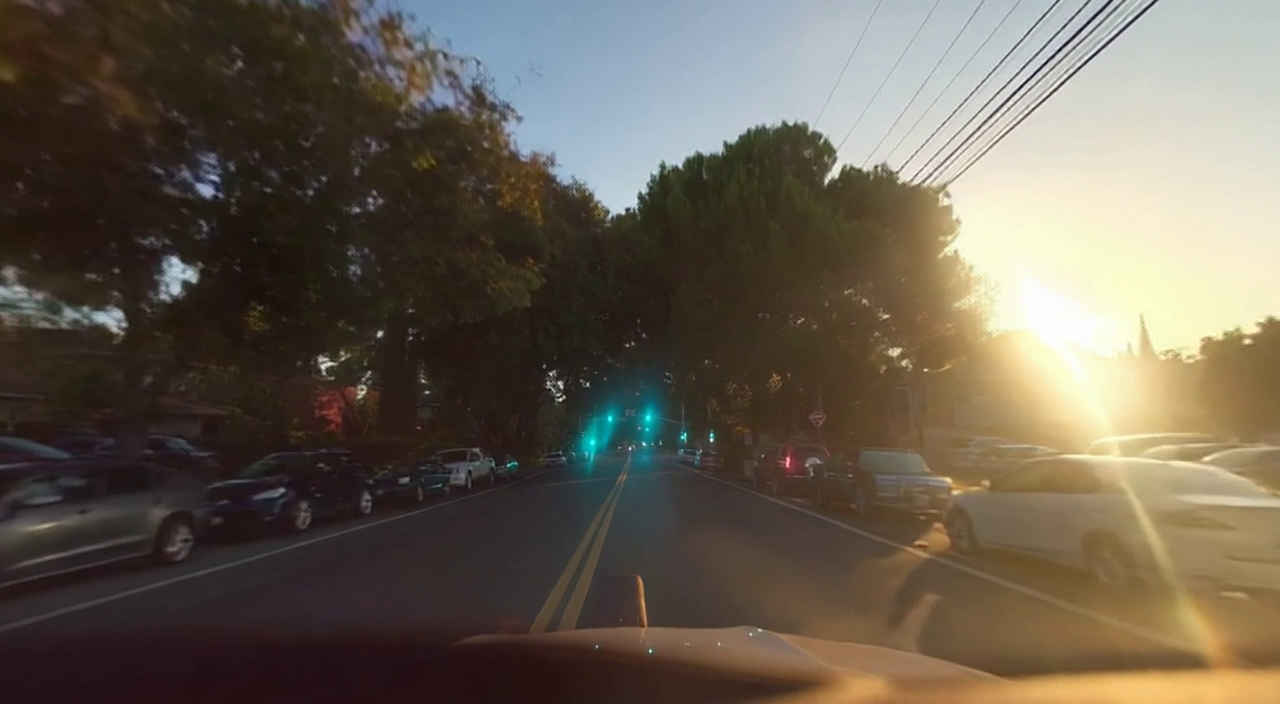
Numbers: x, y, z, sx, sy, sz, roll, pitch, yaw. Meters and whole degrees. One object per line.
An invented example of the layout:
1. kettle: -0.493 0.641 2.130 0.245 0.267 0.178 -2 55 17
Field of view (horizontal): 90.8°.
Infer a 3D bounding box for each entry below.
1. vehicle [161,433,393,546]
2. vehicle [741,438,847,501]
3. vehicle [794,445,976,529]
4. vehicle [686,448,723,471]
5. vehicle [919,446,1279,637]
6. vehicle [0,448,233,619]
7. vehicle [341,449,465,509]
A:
1. vehicle: -6.578 2.493 12.198 1.904 1.727 4.530 0 -9 -2
2. vehicle: 4.560 3.550 19.546 1.992 1.703 4.503 0 -9 -2
3. vehicle: 4.938 2.754 13.615 1.830 1.477 4.684 0 -9 -3
4. vehicle: 4.550 7.658 45.175 1.955 1.536 4.395 0 -9 -3
5. vehicle: 4.985 1.774 7.032 1.798 1.432 4.330 0 -9 0
6. vehicle: -6.576 1.749 6.511 1.809 1.499 4.358 0 -9 1
7. vehicle: -6.549 3.532 18.088 1.811 1.454 4.610 0 -9 -1
